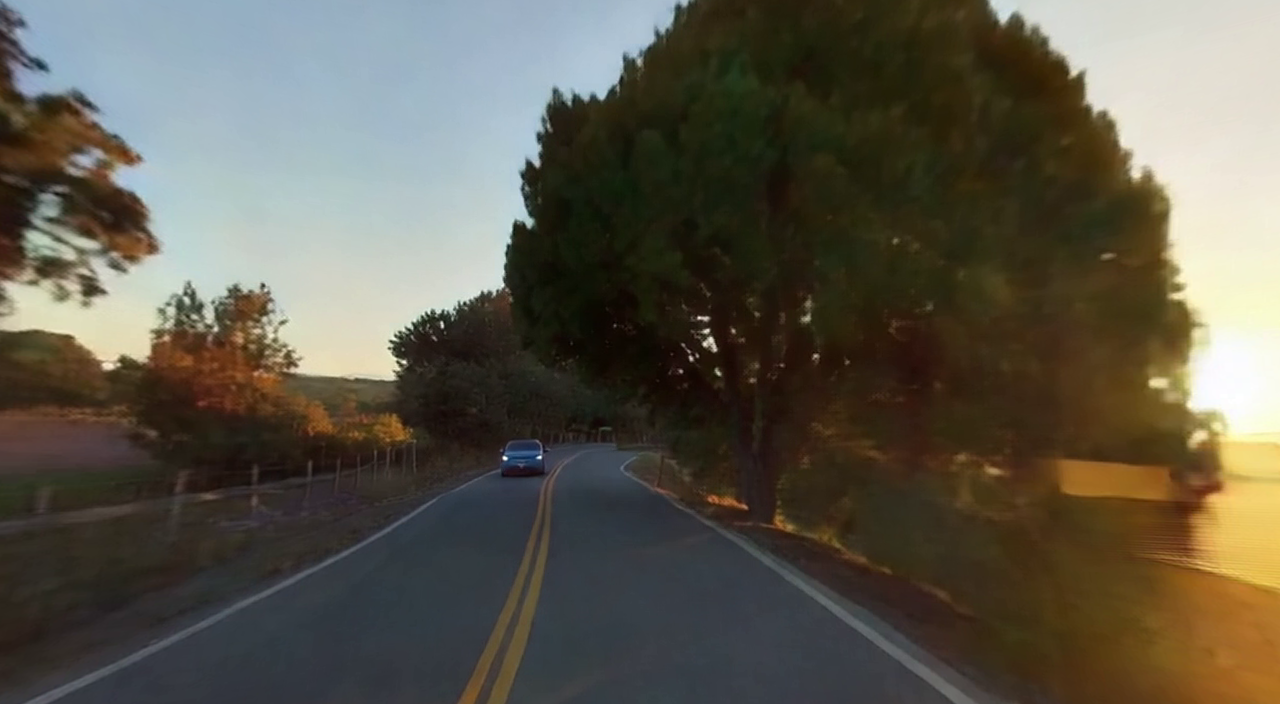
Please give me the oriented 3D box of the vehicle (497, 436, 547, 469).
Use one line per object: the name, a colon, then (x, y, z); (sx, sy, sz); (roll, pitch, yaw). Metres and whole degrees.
vehicle: (-5.737, 4.930, 31.187); (1.987, 1.521, 3.649); (0, -8, -4)
